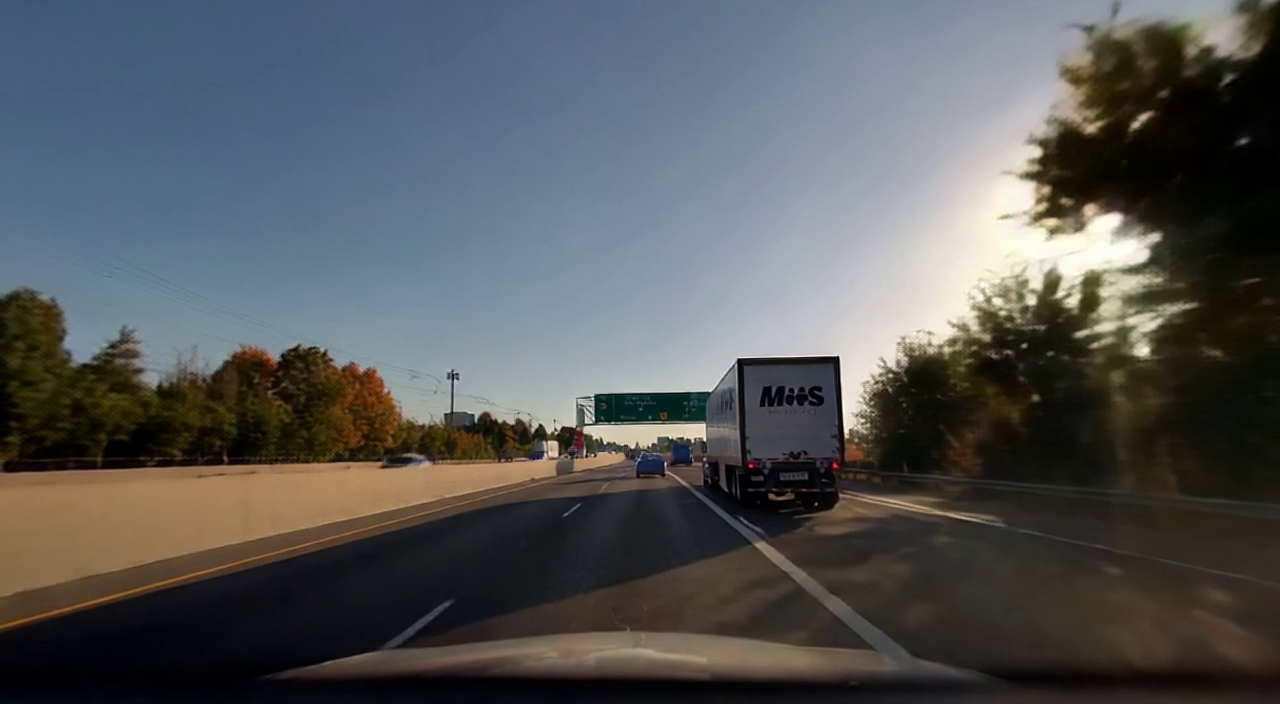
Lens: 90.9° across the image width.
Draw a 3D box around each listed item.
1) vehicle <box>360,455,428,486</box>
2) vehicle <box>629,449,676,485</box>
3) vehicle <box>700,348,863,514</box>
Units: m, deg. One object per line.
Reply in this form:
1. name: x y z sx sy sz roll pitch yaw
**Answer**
1. vehicle: -12.848 6.215 33.204 1.804 1.450 4.182 0 -9 2
2. vehicle: 0.605 5.582 30.977 2.121 1.642 3.828 0 -9 1
3. vehicle: 4.179 3.013 22.771 3.002 4.104 14.174 0 -9 2
